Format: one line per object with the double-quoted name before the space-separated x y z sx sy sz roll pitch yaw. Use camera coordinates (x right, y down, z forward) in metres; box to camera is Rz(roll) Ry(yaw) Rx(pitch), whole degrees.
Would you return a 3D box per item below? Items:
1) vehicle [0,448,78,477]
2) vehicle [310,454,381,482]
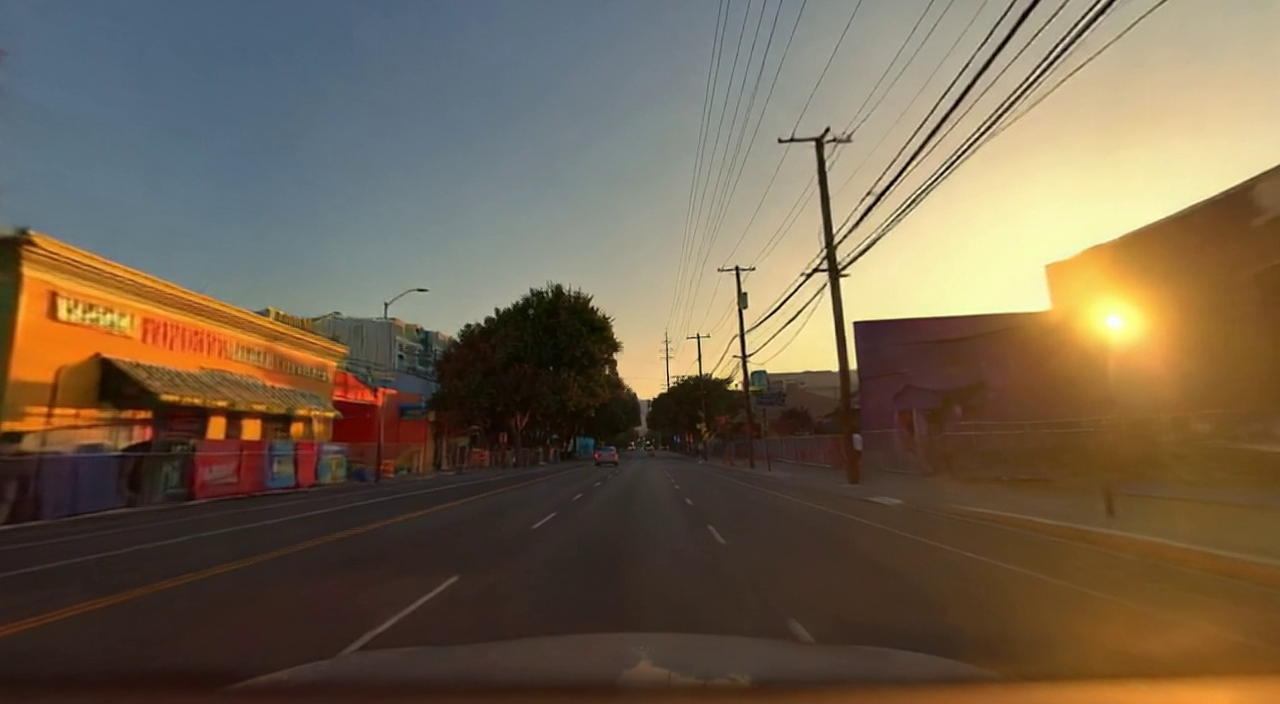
"vehicle" -39.905 7.186 41.117 4.290 1.788 2.165 -1 -9 -1
"vehicle" -17.086 6.720 36.877 1.995 1.460 4.802 0 -9 -2
